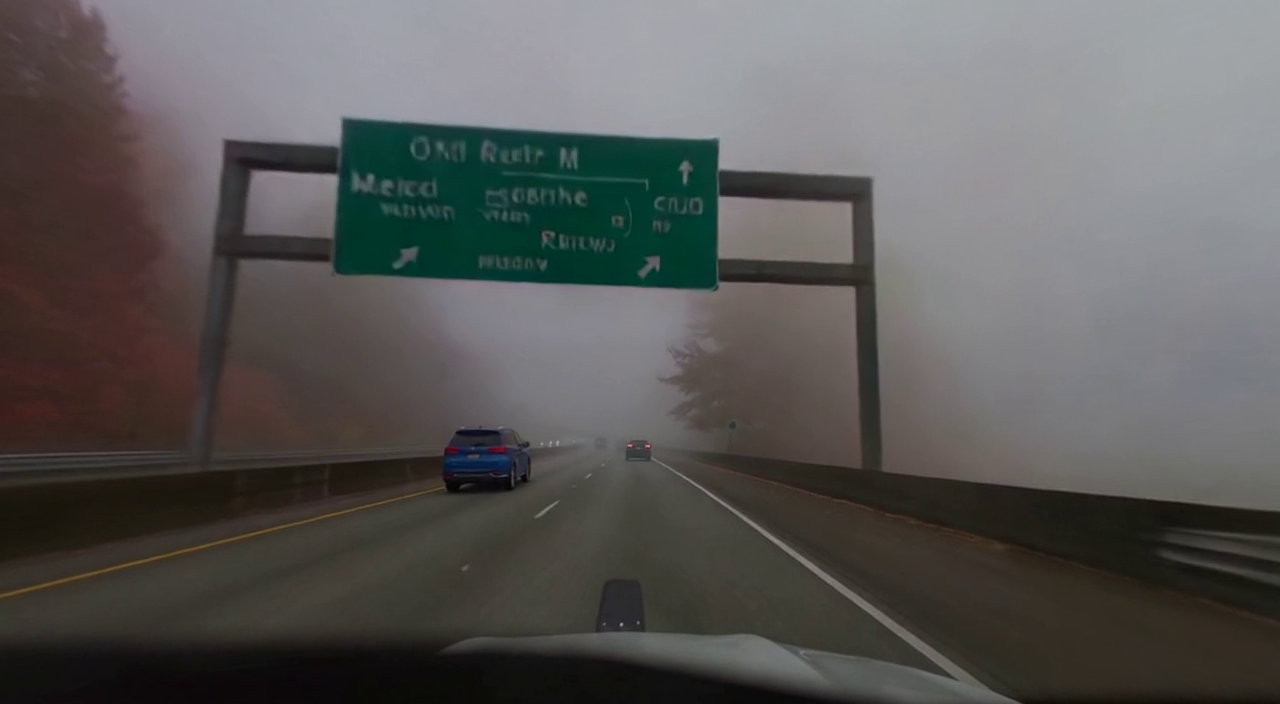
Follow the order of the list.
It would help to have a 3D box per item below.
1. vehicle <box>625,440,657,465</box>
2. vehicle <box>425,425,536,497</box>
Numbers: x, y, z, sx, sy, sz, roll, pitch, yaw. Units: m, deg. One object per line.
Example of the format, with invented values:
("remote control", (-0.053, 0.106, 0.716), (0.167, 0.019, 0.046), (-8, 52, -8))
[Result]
("vehicle", (0.024, 6.438, 40.509), (1.939, 1.497, 3.863), (0, -8, -1))
("vehicle", (-4.183, 2.929, 17.288), (1.924, 1.720, 4.195), (0, -8, 0))
